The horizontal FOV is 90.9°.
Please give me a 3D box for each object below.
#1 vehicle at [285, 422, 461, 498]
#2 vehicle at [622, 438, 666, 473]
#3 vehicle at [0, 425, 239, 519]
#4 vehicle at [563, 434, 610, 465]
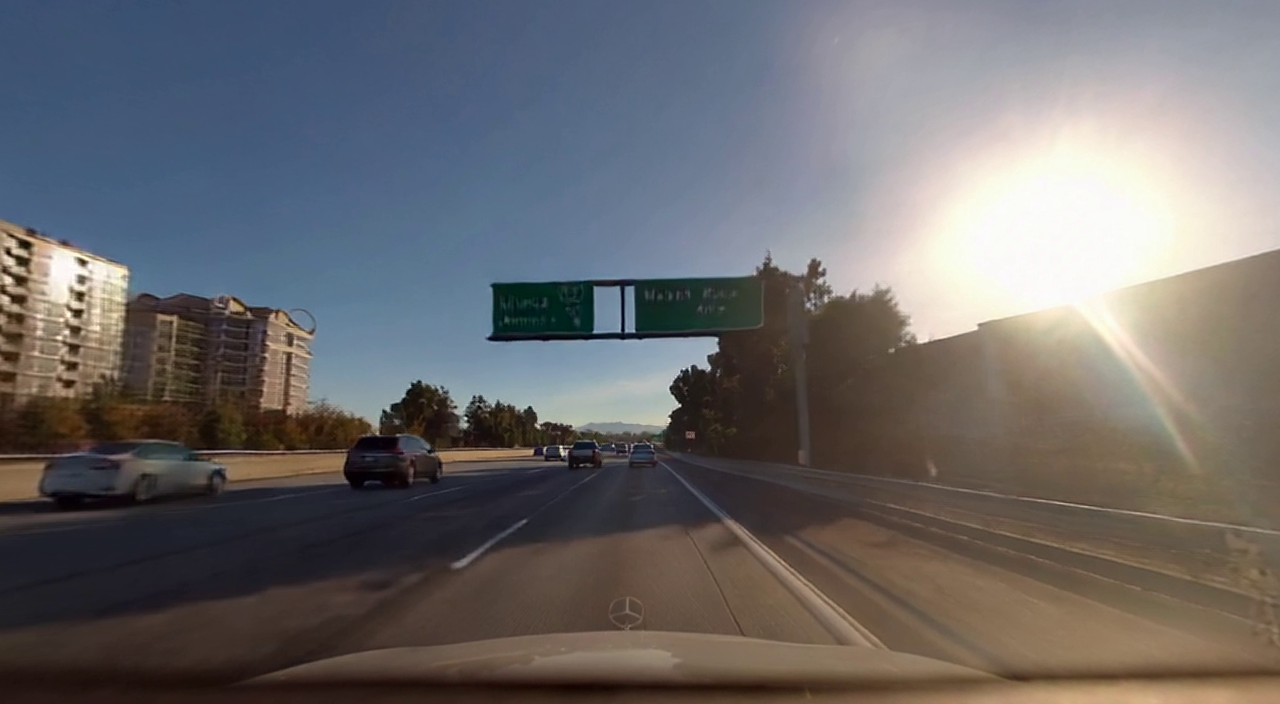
[{"bbox_3d":[-7.559,3.149,18.878,2.521,1.901,5.988,0,-8,1],"label":"vehicle"},{"bbox_3d":[0.190,5.382,33.037,2.135,1.697,4.757,0,-8,0],"label":"vehicle"},{"bbox_3d":[-11.616,2.578,14.104,2.187,1.726,4.634,0,-8,1],"label":"vehicle"},{"bbox_3d":[-3.726,6.953,45.151,2.751,2.050,5.761,0,-8,1],"label":"vehicle"}]
